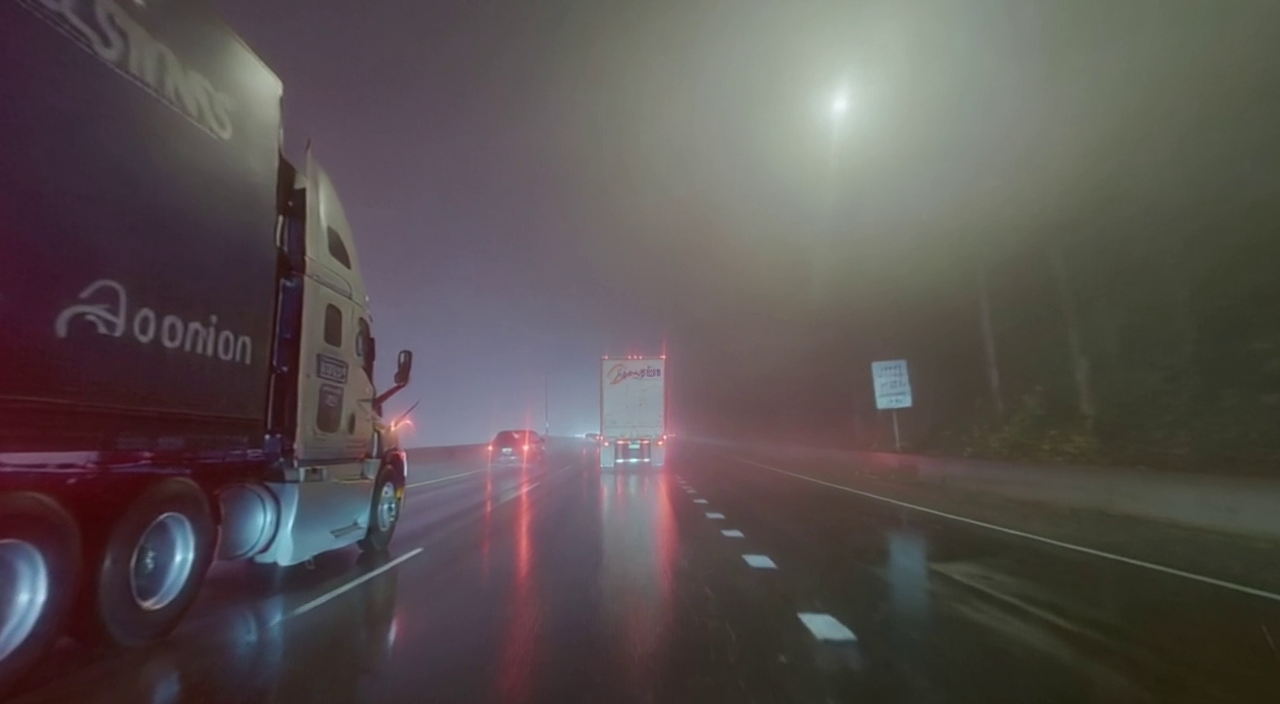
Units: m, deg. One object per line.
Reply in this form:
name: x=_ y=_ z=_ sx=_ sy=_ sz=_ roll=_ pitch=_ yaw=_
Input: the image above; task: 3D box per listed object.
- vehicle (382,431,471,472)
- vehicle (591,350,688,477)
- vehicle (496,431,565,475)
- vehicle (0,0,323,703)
vehicle: x=-8.436 y=3.953 z=25.339 sx=1.976 sy=1.510 sz=4.604 roll=0 pitch=-8 yaw=0
vehicle: x=-0.222 y=2.692 z=25.824 sx=3.118 sy=4.106 sz=10.719 roll=0 pitch=-8 yaw=-2
vehicle: x=-4.018 y=3.742 z=23.653 sx=1.933 sy=1.492 sz=3.838 roll=0 pitch=-8 yaw=0
vehicle: x=-4.303 y=-0.284 z=2.581 sx=3.007 sy=4.031 sz=6.044 roll=0 pitch=-7 yaw=-3
